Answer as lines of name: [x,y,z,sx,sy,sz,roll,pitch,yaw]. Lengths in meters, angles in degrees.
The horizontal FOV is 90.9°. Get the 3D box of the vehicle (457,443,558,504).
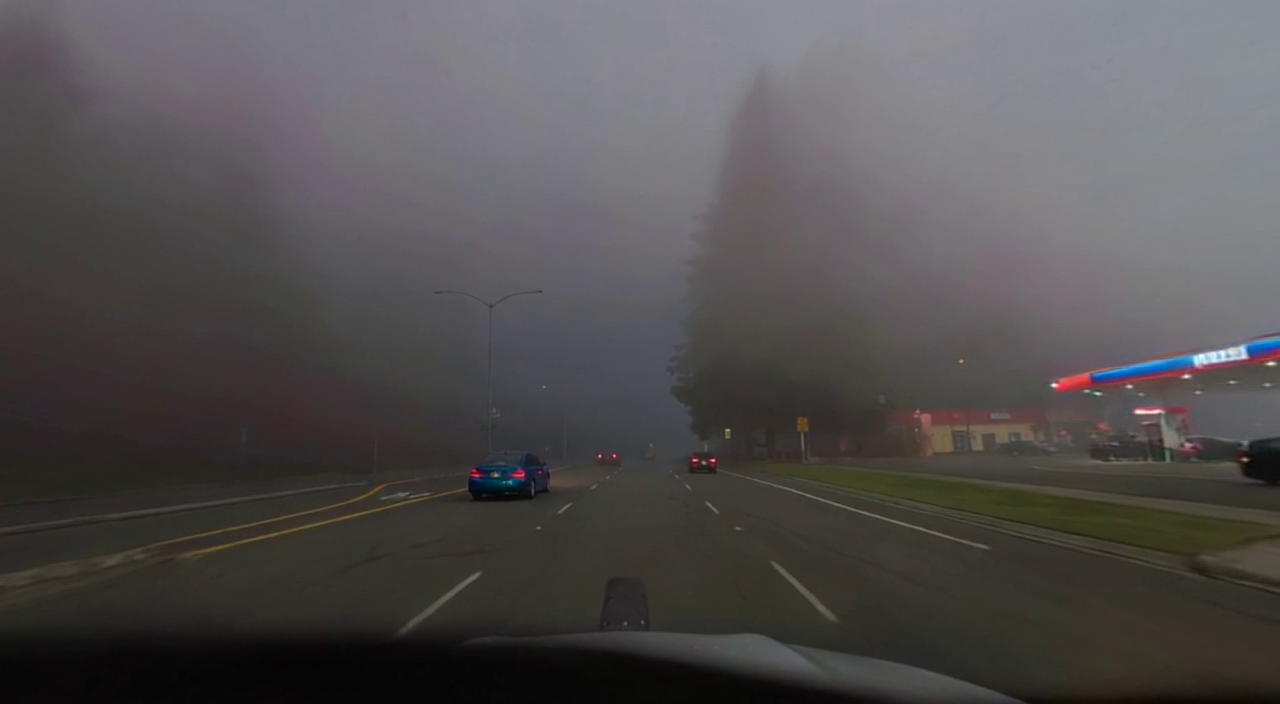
vehicle: [-3.508,3.301,17.603,1.803,1.463,4.422,0,-8,1]

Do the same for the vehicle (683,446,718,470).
vehicle: [3.913,6.897,41.225,1.883,1.465,3.975,0,-8,-1]
